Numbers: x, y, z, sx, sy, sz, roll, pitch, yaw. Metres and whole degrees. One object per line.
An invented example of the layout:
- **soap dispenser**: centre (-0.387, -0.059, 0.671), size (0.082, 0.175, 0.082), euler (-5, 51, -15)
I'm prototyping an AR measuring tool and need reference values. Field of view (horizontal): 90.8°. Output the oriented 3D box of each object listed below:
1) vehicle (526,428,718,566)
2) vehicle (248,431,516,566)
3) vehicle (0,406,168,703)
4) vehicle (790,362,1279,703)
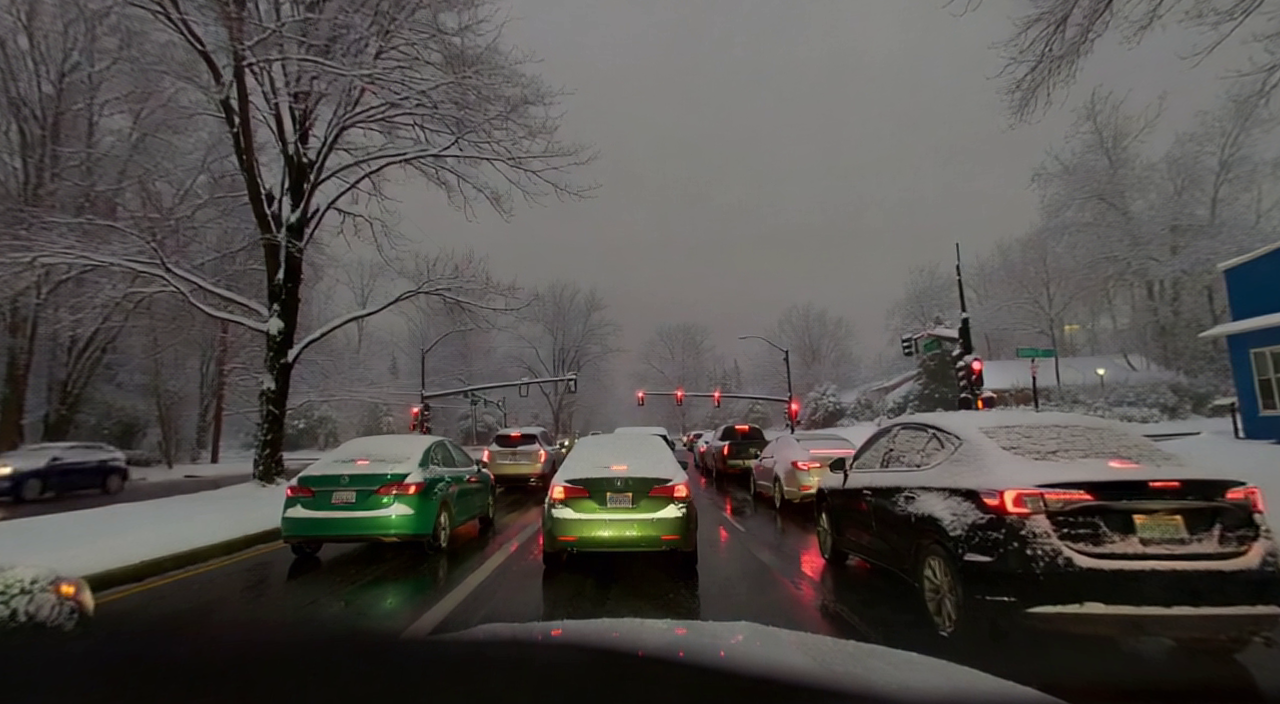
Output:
- **vehicle**: centre (-0.208, 1.828, 8.700), size (2.041, 1.450, 3.847), euler (0, -8, 0)
- **vehicle**: centre (-3.205, 1.893, 8.947), size (1.917, 1.441, 4.128), euler (-1, -8, 2)
- **vehicle**: centre (-3.353, 0.713, 0.852), size (1.863, 1.448, 4.697), euler (0, -8, -1)
- **vehicle**: centre (3.005, 1.233, 5.427), size (2.196, 1.676, 4.865), euler (0, -8, 0)
